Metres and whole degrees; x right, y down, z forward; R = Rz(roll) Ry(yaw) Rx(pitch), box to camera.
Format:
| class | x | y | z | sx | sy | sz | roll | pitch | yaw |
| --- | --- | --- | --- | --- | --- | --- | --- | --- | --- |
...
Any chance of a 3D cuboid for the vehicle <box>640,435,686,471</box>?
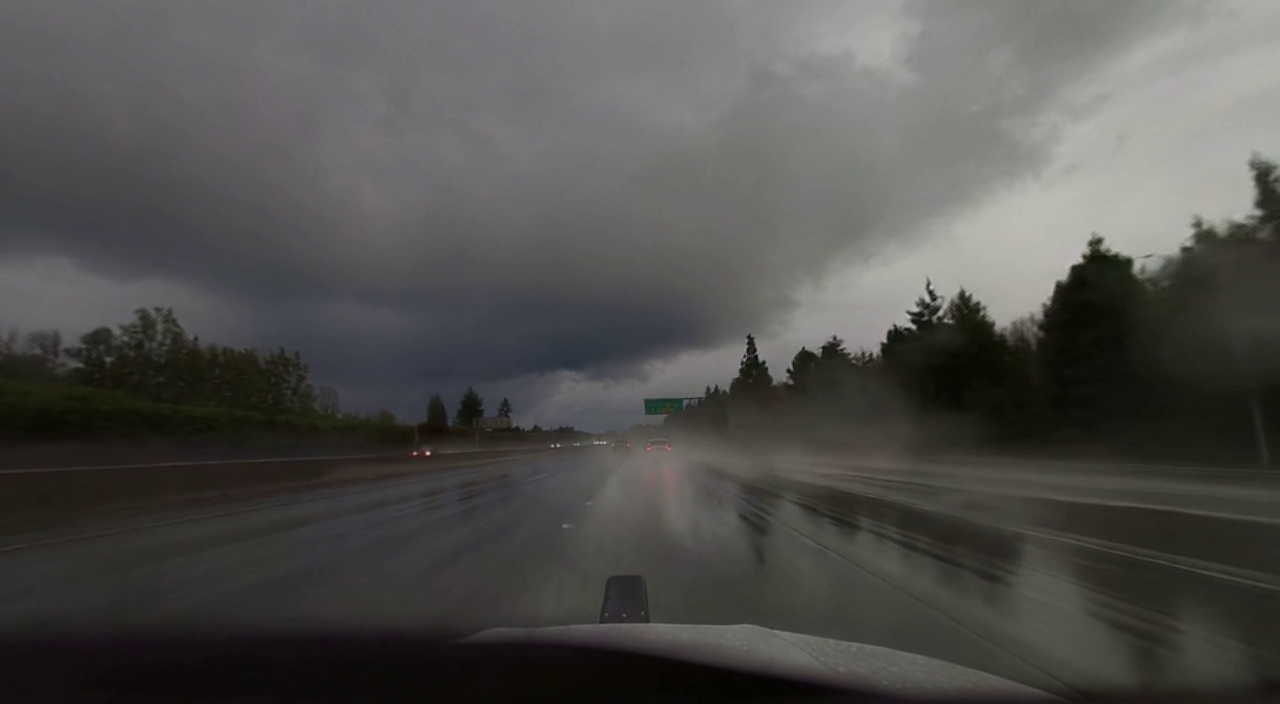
| class | x | y | z | sx | sy | sz | roll | pitch | yaw |
| --- | --- | --- | --- | --- | --- | --- | --- | --- | --- |
| vehicle | 1.133 | 5.349 | 33.733 | 2.260 | 1.766 | 4.348 | 0 | -8 | -1 |
